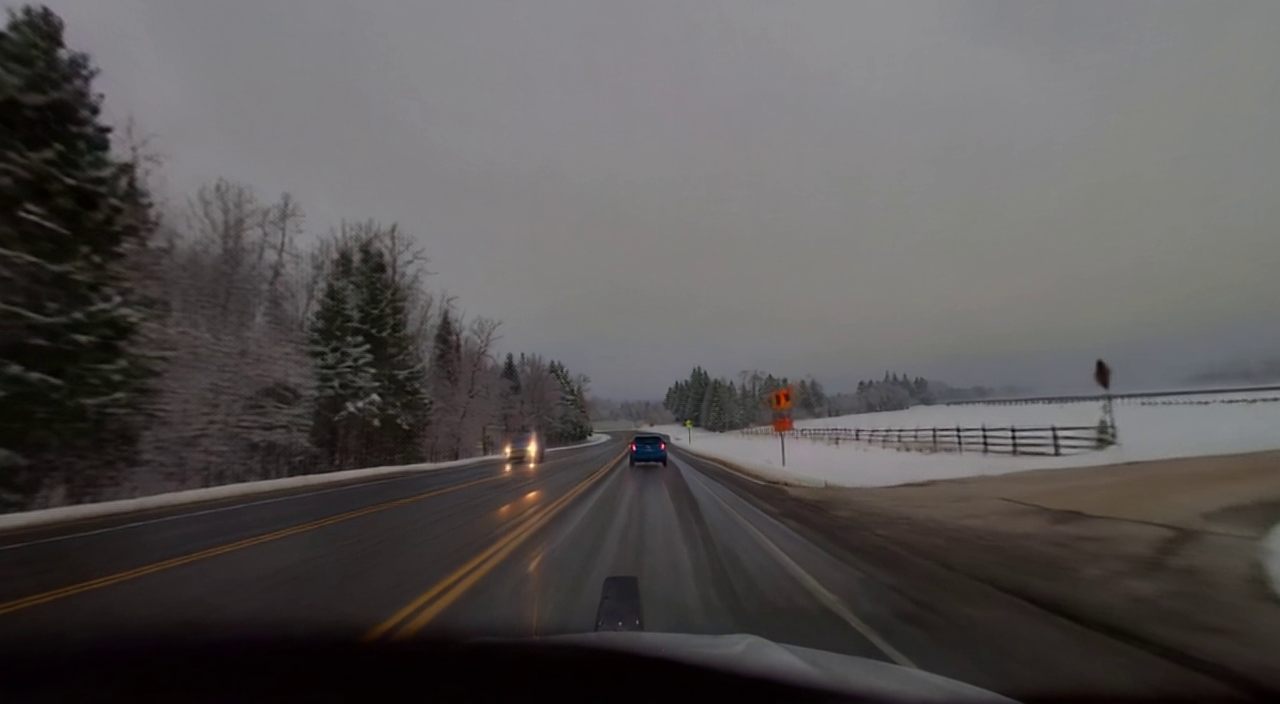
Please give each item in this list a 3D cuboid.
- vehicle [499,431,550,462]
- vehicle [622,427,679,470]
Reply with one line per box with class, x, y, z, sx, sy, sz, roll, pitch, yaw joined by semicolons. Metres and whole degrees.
vehicle;-6.920;5.740;38.395;2.185;1.713;4.365;0;-8;1
vehicle;0.455;4.207;27.636;2.294;1.708;4.110;0;-8;1
